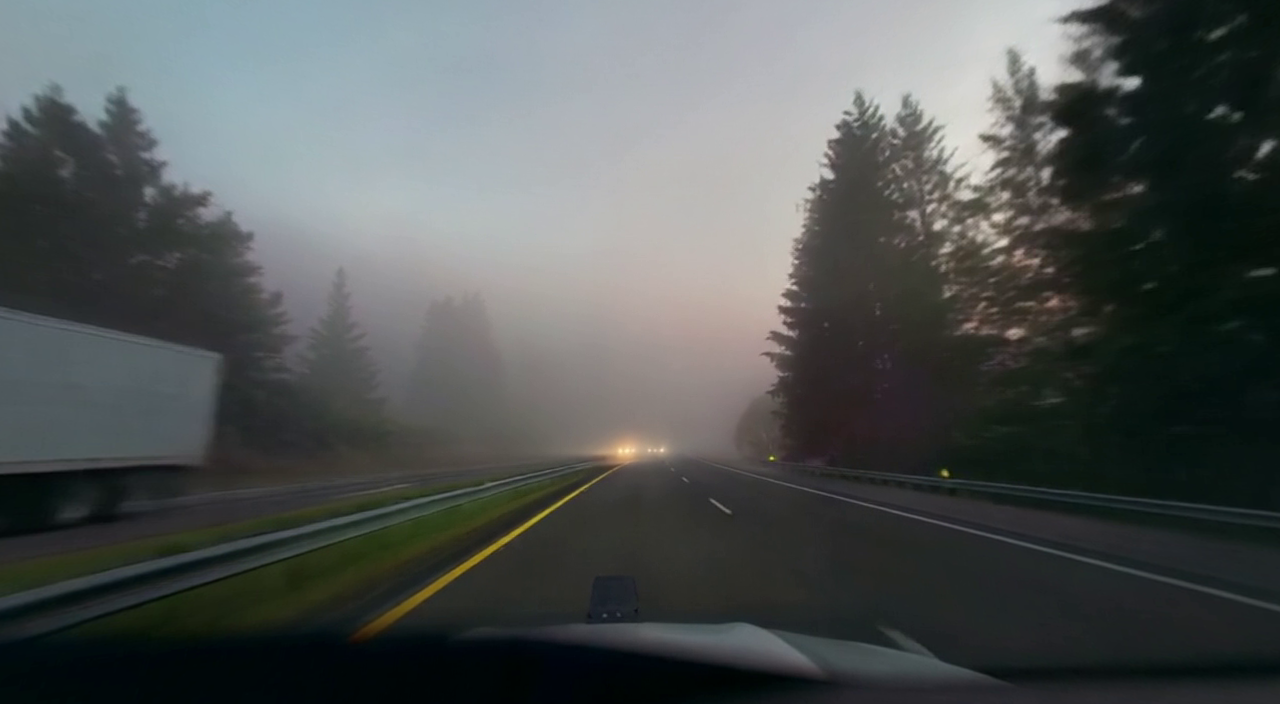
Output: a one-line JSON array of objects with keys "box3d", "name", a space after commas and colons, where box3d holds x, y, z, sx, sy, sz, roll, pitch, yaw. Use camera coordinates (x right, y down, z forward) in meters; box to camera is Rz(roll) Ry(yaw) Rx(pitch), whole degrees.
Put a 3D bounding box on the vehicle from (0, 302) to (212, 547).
[{"box3d": [-12.490, 0.843, 8.270, 2.857, 4.186, 15.405, 0, -9, 1], "name": "vehicle"}]
